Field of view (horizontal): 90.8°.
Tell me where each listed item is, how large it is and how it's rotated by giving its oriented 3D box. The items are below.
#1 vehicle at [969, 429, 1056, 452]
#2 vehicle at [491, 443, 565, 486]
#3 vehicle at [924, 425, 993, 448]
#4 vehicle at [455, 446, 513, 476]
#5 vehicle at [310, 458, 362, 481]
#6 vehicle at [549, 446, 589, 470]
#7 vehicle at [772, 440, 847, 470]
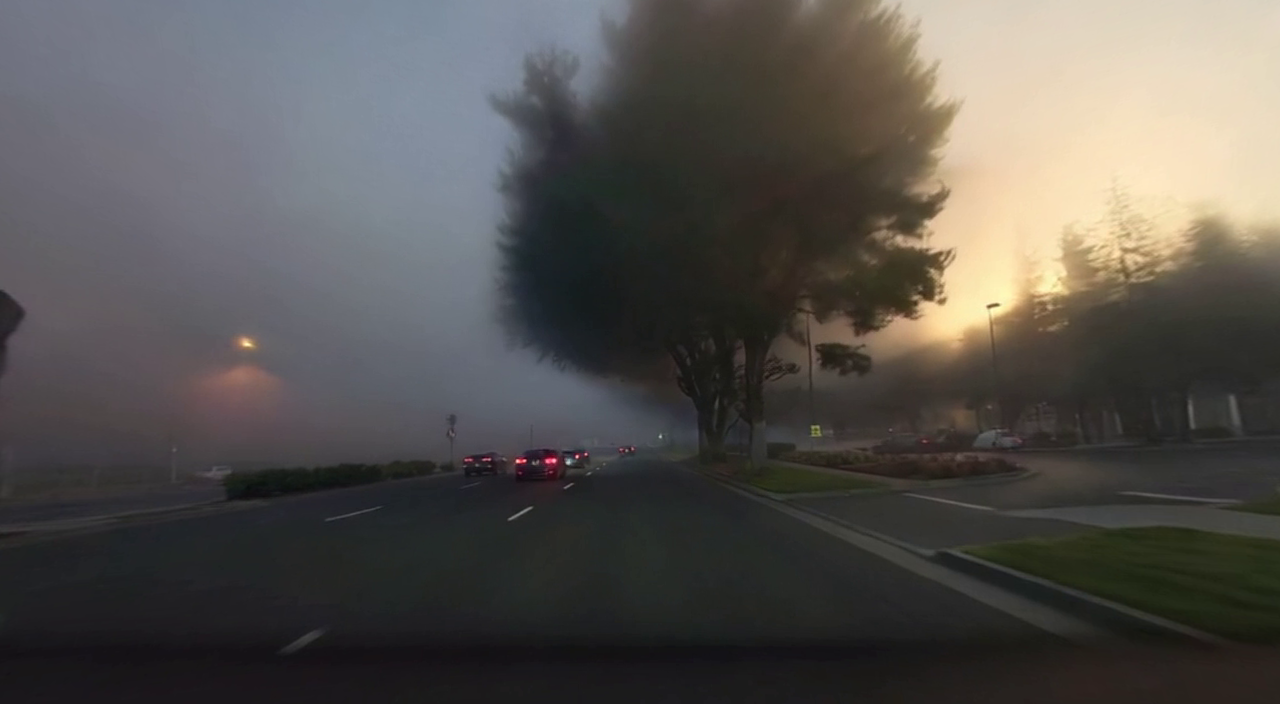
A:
[{"bbox_3d":[24.795,5.893,42.151,4.614,1.464,1.856,0,-9,0],"label":"vehicle"},{"bbox_3d":[-4.179,4.285,24.418,2.011,1.483,4.596,0,-9,0],"label":"vehicle"},{"bbox_3d":[24.548,6.494,48.752,4.154,1.662,2.113,-1,-8,0],"label":"vehicle"},{"bbox_3d":[-8.400,5.916,34.546,1.976,1.497,4.709,0,-9,0],"label":"vehicle"},{"bbox_3d":[-23.850,9.219,49.797,2.007,1.501,4.340,-3,-9,-1],"label":"vehicle"},{"bbox_3d":[-4.345,6.542,39.170,1.971,1.414,4.317,0,-8,0],"label":"vehicle"},{"bbox_3d":[12.403,7.595,46.446,4.790,1.439,2.034,-9,-9,0],"label":"vehicle"}]
